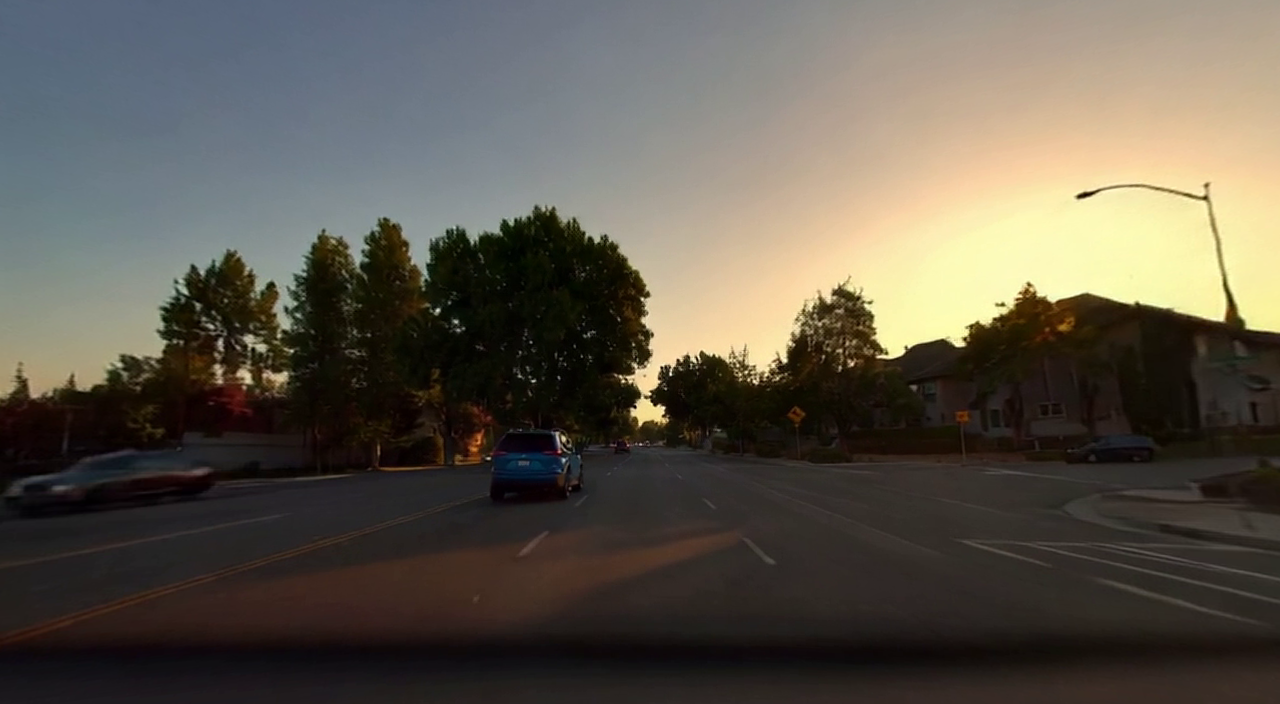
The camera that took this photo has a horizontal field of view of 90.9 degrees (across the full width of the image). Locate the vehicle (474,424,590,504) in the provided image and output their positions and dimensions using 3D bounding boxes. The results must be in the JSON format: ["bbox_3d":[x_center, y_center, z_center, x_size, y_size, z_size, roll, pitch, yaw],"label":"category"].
[{"bbox_3d":[-2.716,2.963,17.160,2.179,1.851,4.756,0,-8,2],"label":"vehicle"}]

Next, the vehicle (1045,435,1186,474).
[{"bbox_3d":[22.720,4.923,30.290,4.802,1.760,2.374,0,-8,1],"label":"vehicle"}]

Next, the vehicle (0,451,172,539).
[{"bbox_3d":[-12.239,2.834,13.035,1.837,1.504,4.204,0,-8,1],"label":"vehicle"}]
